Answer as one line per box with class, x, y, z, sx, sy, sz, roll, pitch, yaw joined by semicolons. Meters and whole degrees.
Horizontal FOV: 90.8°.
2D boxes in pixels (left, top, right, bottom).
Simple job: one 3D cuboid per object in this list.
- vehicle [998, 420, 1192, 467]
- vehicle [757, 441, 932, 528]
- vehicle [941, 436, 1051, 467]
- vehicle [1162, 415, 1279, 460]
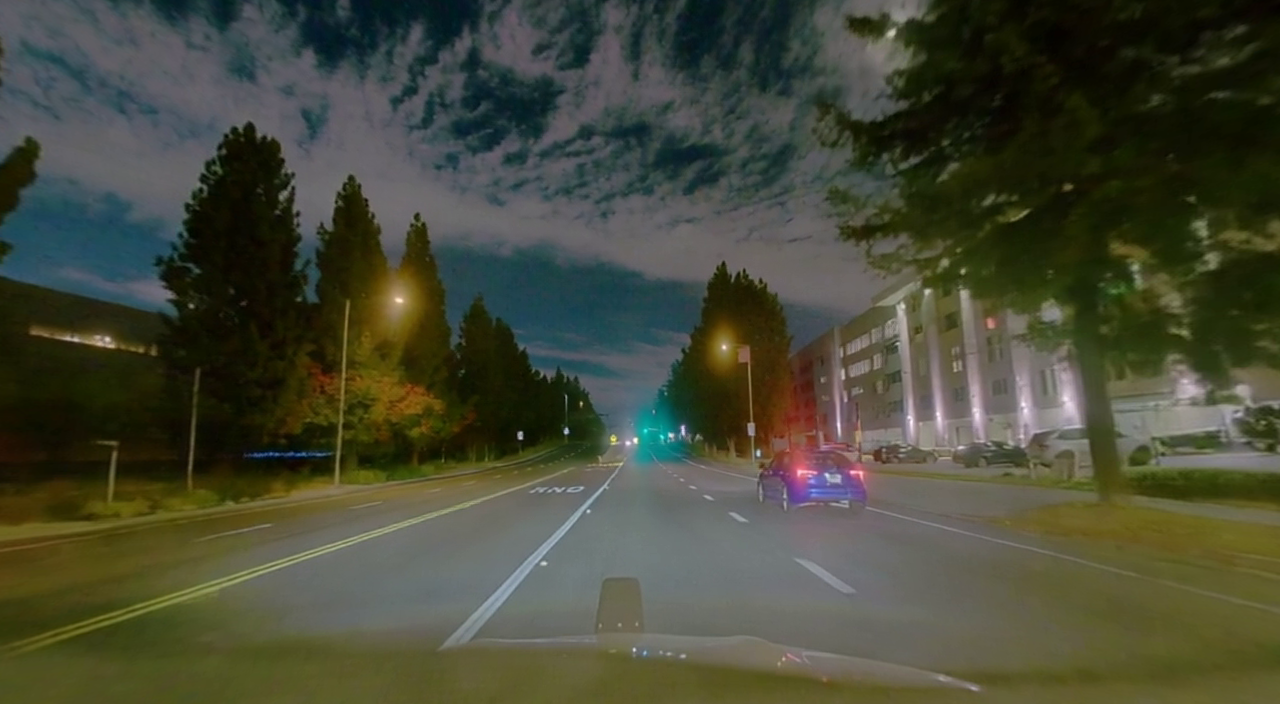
vehicle;18.873;3.840;26.500;6.156;1.801;2.491;-1;-9;1
vehicle;3.955;2.627;13.199;2.114;1.493;4.430;0;-8;-1
vehicle;18.409;5.147;32.814;4.436;1.556;1.997;0;-9;-1
vehicle;34.224;5.040;37.316;2.369;2.475;5.128;0;-7;1
